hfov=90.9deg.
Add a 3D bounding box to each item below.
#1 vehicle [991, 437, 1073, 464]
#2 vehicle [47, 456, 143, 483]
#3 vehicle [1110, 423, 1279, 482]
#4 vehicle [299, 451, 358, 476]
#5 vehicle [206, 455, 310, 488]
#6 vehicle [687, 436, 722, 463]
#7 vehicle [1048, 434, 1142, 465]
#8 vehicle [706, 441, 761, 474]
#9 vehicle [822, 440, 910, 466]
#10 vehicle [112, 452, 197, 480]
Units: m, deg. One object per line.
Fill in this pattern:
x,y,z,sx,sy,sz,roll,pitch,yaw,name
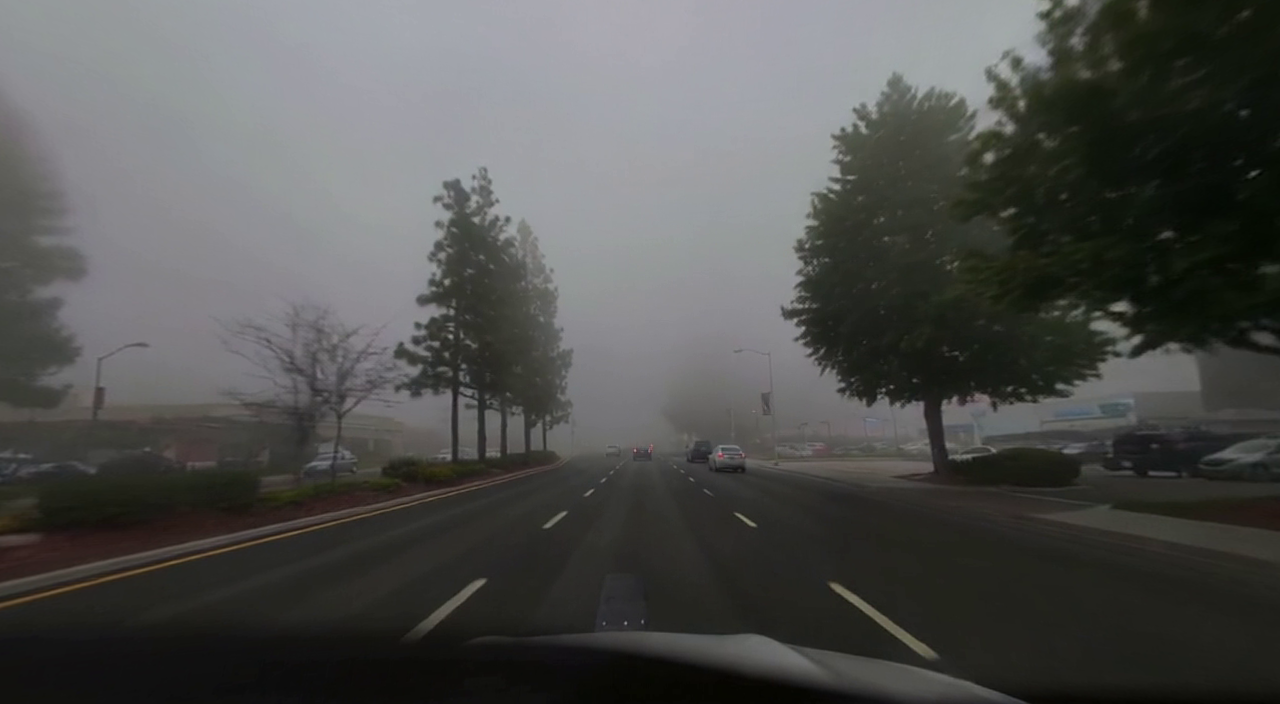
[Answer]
26.809,6.755,43.215,4.147,1.545,2.108,-3,-9,-4,vehicle
-34.173,7.339,39.742,1.941,1.492,4.706,-2,-9,-1,vehicle
21.175,3.807,24.033,2.124,1.920,5.946,0,-9,3,vehicle
-22.016,7.869,44.733,1.997,1.637,4.386,-1,-9,-1,vehicle
-19.742,6.180,32.847,1.822,1.479,4.692,-2,-9,12,vehicle
4.907,7.529,48.737,2.140,1.921,4.431,0,-9,-1,vehicle
27.371,5.890,37.997,4.107,1.633,1.974,-2,-8,-5,vehicle
4.427,5.082,30.545,1.916,1.459,4.335,0,-9,-1,vehicle
14.657,6.563,41.088,4.909,1.463,1.924,-2,-9,1,vehicle
-31.082,7.283,40.555,1.904,1.639,4.317,0,-9,2,vehicle
